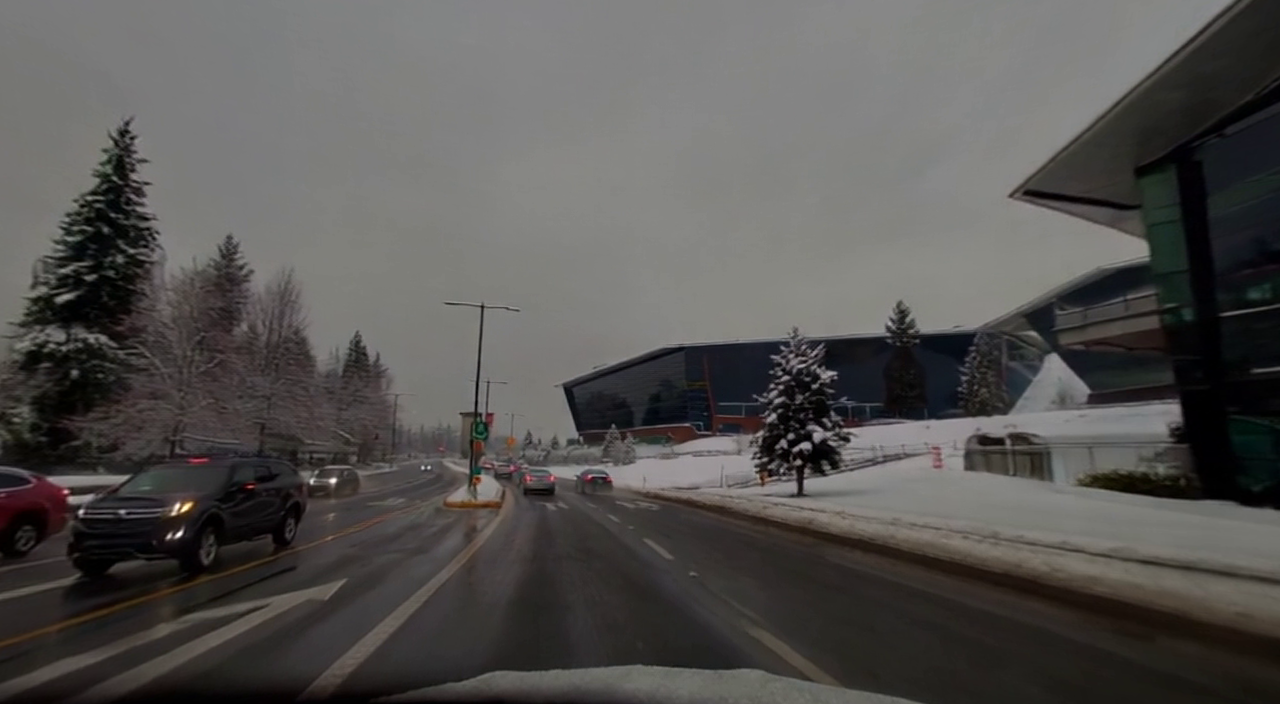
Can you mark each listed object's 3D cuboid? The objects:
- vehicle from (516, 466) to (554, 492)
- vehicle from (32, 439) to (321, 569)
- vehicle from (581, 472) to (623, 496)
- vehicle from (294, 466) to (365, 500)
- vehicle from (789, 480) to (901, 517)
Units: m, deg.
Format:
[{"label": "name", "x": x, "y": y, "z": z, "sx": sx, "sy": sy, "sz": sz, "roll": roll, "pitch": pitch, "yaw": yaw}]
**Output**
[{"label": "vehicle", "x": -6.407, "y": 7.653, "z": 38.047, "sx": 2.005, "sy": 1.498, "sz": 3.643, "roll": 3, "pitch": -11, "yaw": -13}, {"label": "vehicle", "x": -7.393, "y": 2.468, "z": 10.794, "sx": 2.011, "sy": 1.701, "sz": 4.519, "roll": 2, "pitch": -11, "yaw": -9}, {"label": "vehicle", "x": -2.115, "y": 7.175, "z": 34.206, "sx": 1.775, "sy": 1.186, "sz": 2.933, "roll": 3, "pitch": -11, "yaw": -12}, {"label": "vehicle", "x": -14.209, "y": 5.990, "z": 28.959, "sx": 1.839, "sy": 1.456, "sz": 3.859, "roll": 3, "pitch": -11, "yaw": -10}, {"label": "vehicle", "x": 9.010, "y": 6.462, "z": 27.811, "sx": 4.302, "sy": 1.456, "sz": 1.832, "roll": 1, "pitch": -10, "yaw": -3}]
